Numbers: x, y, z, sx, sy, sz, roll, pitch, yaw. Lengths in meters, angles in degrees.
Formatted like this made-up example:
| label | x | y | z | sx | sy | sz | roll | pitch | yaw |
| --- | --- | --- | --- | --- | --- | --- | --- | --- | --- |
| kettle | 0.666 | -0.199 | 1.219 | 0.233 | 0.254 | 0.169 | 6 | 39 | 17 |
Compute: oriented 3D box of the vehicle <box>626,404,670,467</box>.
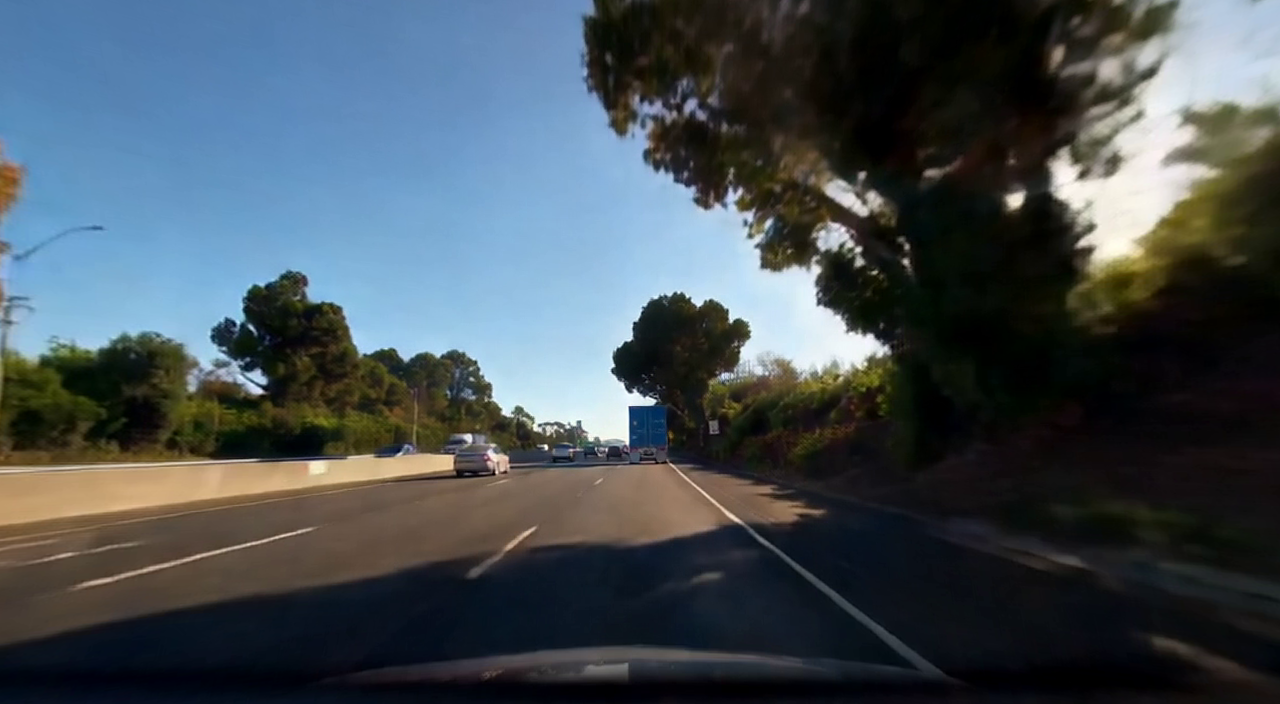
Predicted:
| label | x | y | z | sx | sy | sz | roll | pitch | yaw |
| --- | --- | --- | --- | --- | --- | --- | --- | --- | --- |
| vehicle | 0.653 | 6.695 | 49.502 | 2.918 | 4.124 | 14.567 | 0 | -9 | 1 |

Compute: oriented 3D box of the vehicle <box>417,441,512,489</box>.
| label | x | y | z | sx | sy | sz | roll | pitch | yaw |
| --- | --- | --- | --- | --- | --- | --- | --- | --- | --- |
| vehicle | -6.133 | 3.987 | 22.662 | 2.017 | 1.517 | 4.766 | 0 | -9 | 0 |
